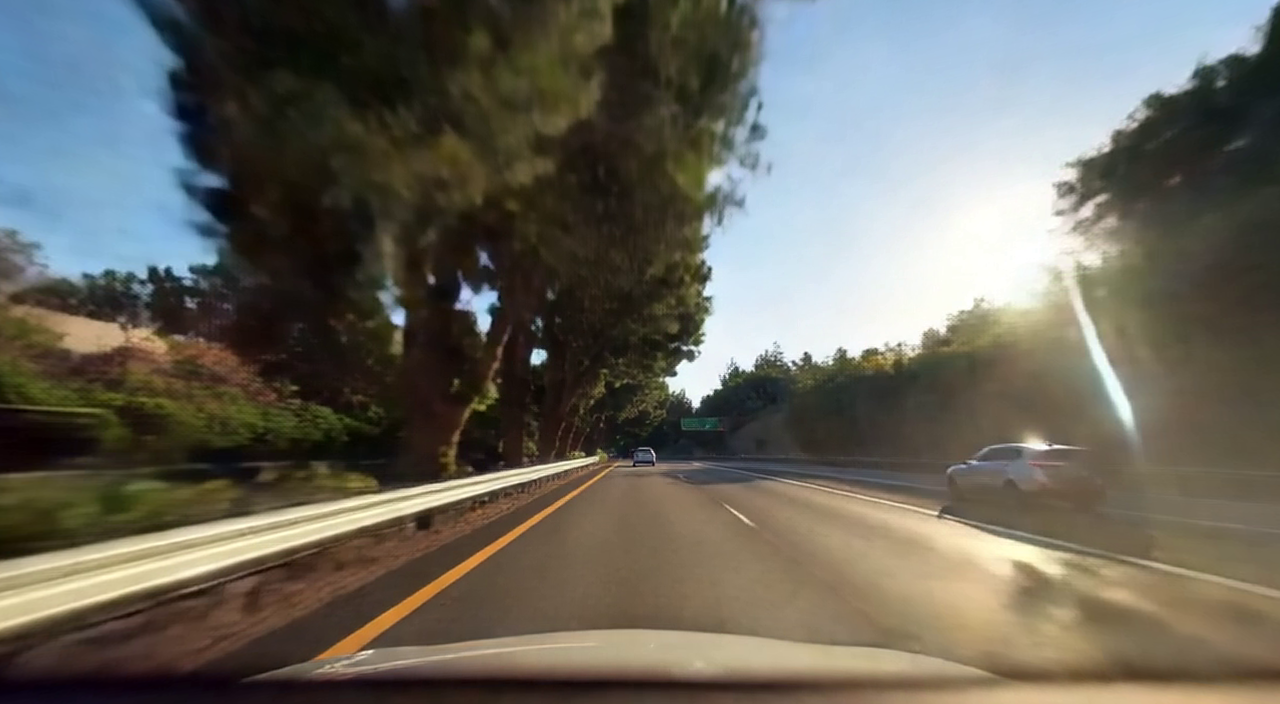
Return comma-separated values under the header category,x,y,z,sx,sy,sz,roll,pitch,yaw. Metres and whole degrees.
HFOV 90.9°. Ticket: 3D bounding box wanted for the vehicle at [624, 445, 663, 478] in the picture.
category,x,y,z,sx,sy,sz,roll,pitch,yaw
vehicle,0.164,5.885,33.945,1.987,1.658,3.620,0,-9,-1
